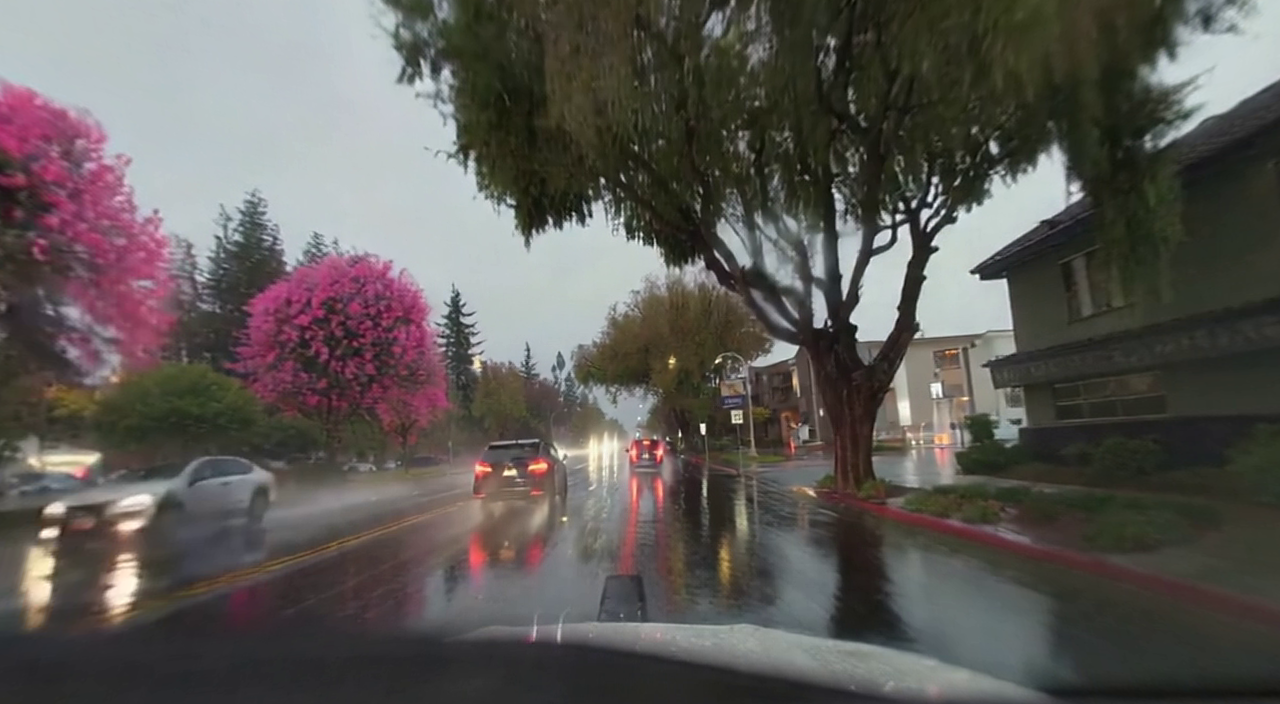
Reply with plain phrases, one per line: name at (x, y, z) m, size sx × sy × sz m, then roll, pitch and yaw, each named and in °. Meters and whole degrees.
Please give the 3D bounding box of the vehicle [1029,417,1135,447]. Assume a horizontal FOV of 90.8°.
vehicle at (23.169, 4.277, 33.361) m, size 1.987 × 1.465 × 4.819 m, roll 0°, pitch -8°, yaw -2°

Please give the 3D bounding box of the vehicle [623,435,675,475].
vehicle at (0.386, 5.052, 31.192) m, size 2.376 × 1.801 × 4.317 m, roll -1°, pitch -9°, yaw 0°

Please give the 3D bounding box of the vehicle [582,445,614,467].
vehicle at (-2.942, 7.362, 44.977) m, size 2.001 × 1.431 × 4.389 m, roll -1°, pitch -8°, yaw 0°

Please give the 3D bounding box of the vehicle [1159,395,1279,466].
vehicle at (17.766, 2.136, 17.626) m, size 2.025 × 1.751 × 5.113 m, roll -5°, pitch -6°, yaw -2°

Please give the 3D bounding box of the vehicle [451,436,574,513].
vehicle at (-3.005, 2.982, 15.890) m, size 2.167 × 1.634 × 4.220 m, roll -1°, pitch -9°, yaw 1°

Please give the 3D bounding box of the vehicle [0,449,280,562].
vehicle at (-9.606, 2.832, 12.544) m, size 2.190 × 1.744 × 4.612 m, roll -1°, pitch -8°, yaw 0°
